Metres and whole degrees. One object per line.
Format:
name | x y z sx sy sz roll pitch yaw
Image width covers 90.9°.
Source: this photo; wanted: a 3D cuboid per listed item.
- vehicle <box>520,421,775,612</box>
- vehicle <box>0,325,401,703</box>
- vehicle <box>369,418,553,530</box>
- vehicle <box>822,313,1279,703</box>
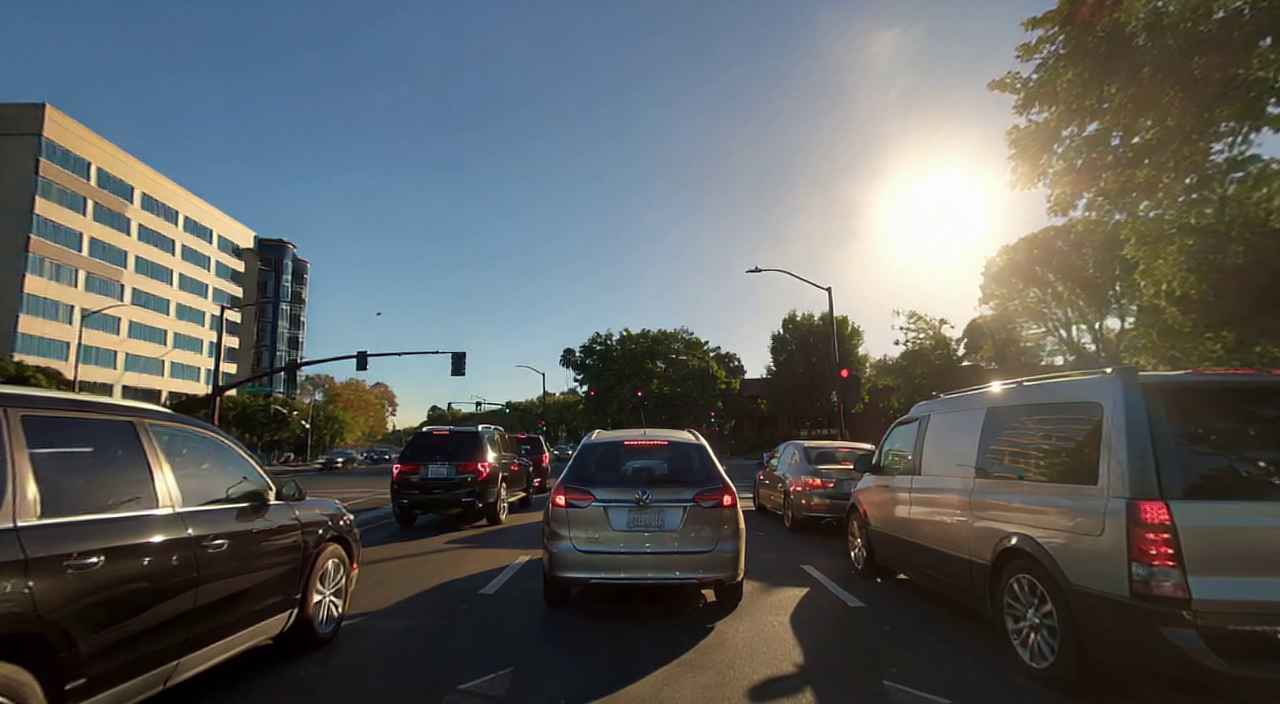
vehicle | 0.023 1.601 7.049 2.021 1.490 3.948 0 -8 -1
vehicle | -3.117 0.956 3.295 1.982 1.721 4.261 0 -8 1
vehicle | -3.184 2.301 12.446 2.117 1.772 4.619 0 -8 2
vehicle | 3.220 1.101 4.729 2.141 1.833 4.704 0 -8 -2
